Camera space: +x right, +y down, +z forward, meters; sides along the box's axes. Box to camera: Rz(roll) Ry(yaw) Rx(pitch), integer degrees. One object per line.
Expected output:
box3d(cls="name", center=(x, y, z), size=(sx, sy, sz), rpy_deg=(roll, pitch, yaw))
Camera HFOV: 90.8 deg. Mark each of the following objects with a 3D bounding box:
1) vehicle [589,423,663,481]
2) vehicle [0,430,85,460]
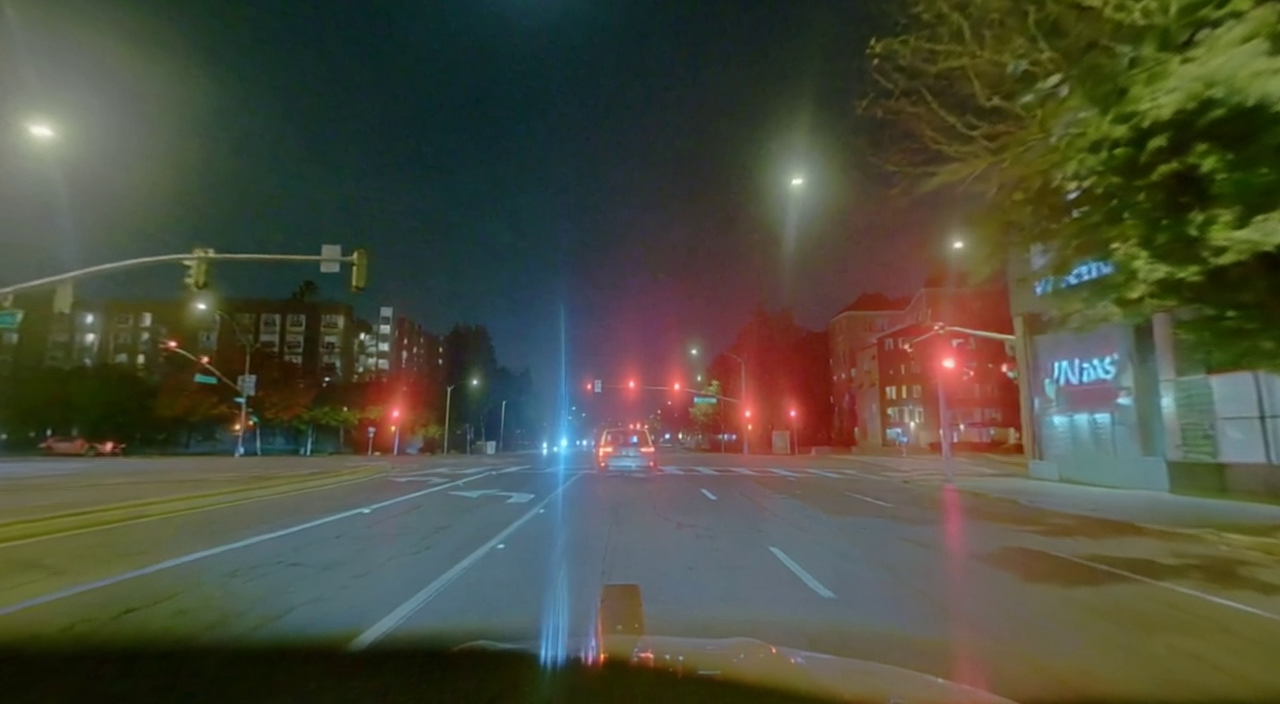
box3d(cls="vehicle", center=(-0.435, 3.078, 19.733), size=(2.066, 1.618, 3.922), rpy_deg=(0, -8, -1))
box3d(cls="vehicle", center=(-36.376, 5.511, 37.461), size=(4.912, 1.731, 2.022), rpy_deg=(0, -8, -1))
